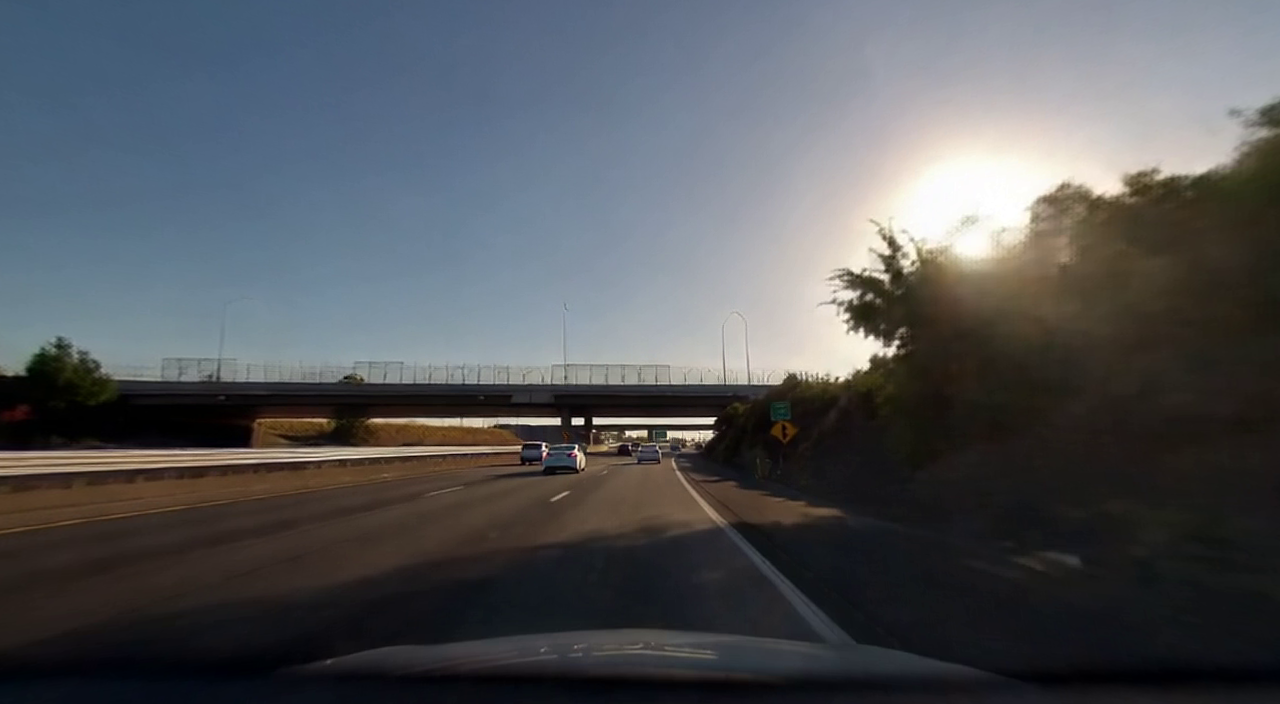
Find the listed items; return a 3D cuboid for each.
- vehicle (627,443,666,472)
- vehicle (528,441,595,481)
[{"bbox_3d":[0.436,6.003,36.028,2.129,1.502,4.321,0,-9,2],"label":"vehicle"},{"bbox_3d":[-3.280,4.652,27.165,2.129,1.563,4.387,-1,-9,3],"label":"vehicle"}]
